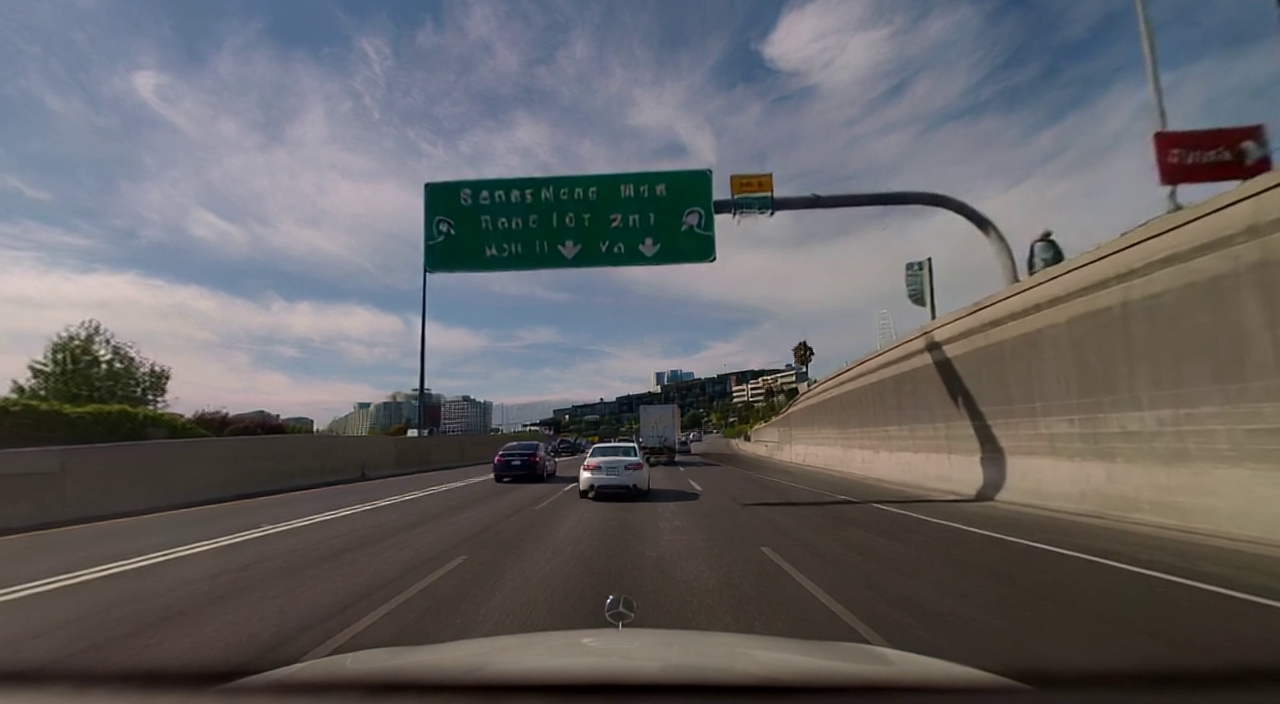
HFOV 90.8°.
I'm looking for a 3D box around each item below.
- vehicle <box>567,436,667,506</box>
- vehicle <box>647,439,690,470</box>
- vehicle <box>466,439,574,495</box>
[{"bbox_3d":[-0.437,2.866,15.568,2.136,1.470,3.971,-1,-9,2],"label":"vehicle"},{"bbox_3d":[1.607,6.019,37.298,2.166,1.666,4.618,0,-9,-2],"label":"vehicle"},{"bbox_3d":[-3.467,3.458,19.385,2.130,1.474,5.027,-1,-9,2],"label":"vehicle"}]
